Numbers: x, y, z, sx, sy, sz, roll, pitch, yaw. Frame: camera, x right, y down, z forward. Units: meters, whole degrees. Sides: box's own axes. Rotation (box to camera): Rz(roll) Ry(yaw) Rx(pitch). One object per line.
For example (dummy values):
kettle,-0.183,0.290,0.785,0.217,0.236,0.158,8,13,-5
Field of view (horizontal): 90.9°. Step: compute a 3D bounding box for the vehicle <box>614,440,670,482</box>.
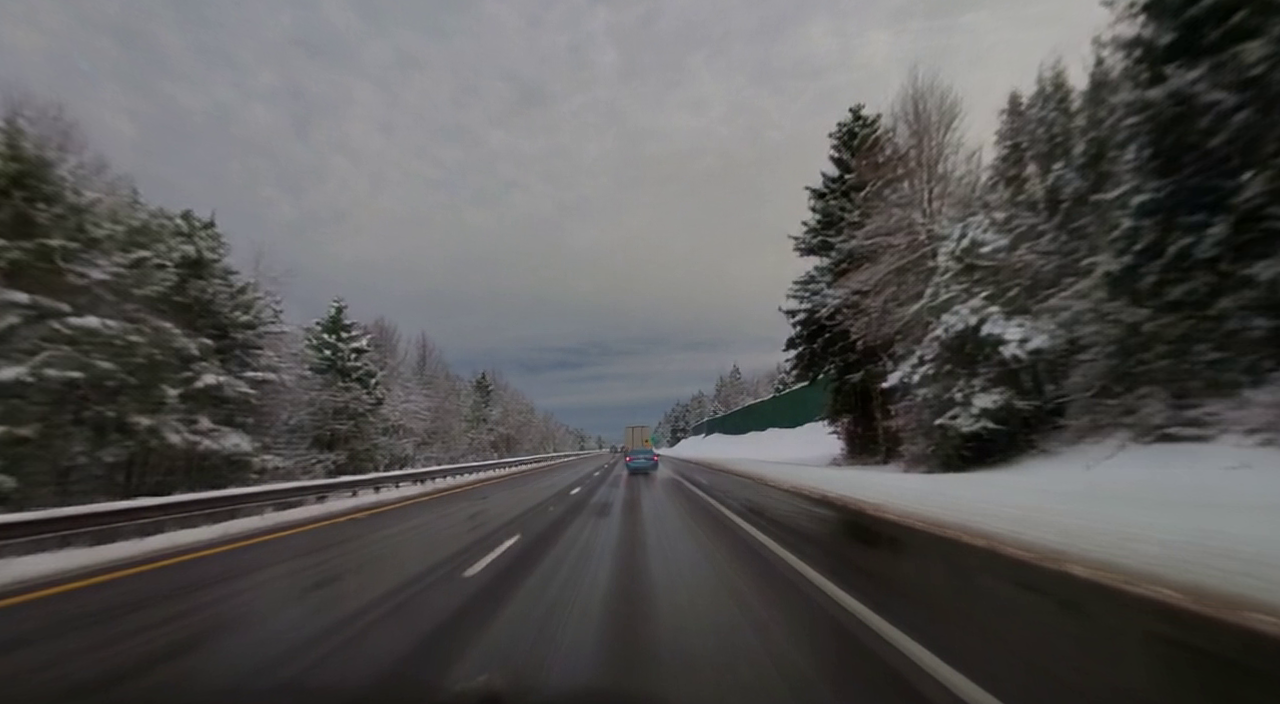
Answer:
vehicle,0.029,4.316,25.293,2.057,1.516,4.065,0,-8,-1
